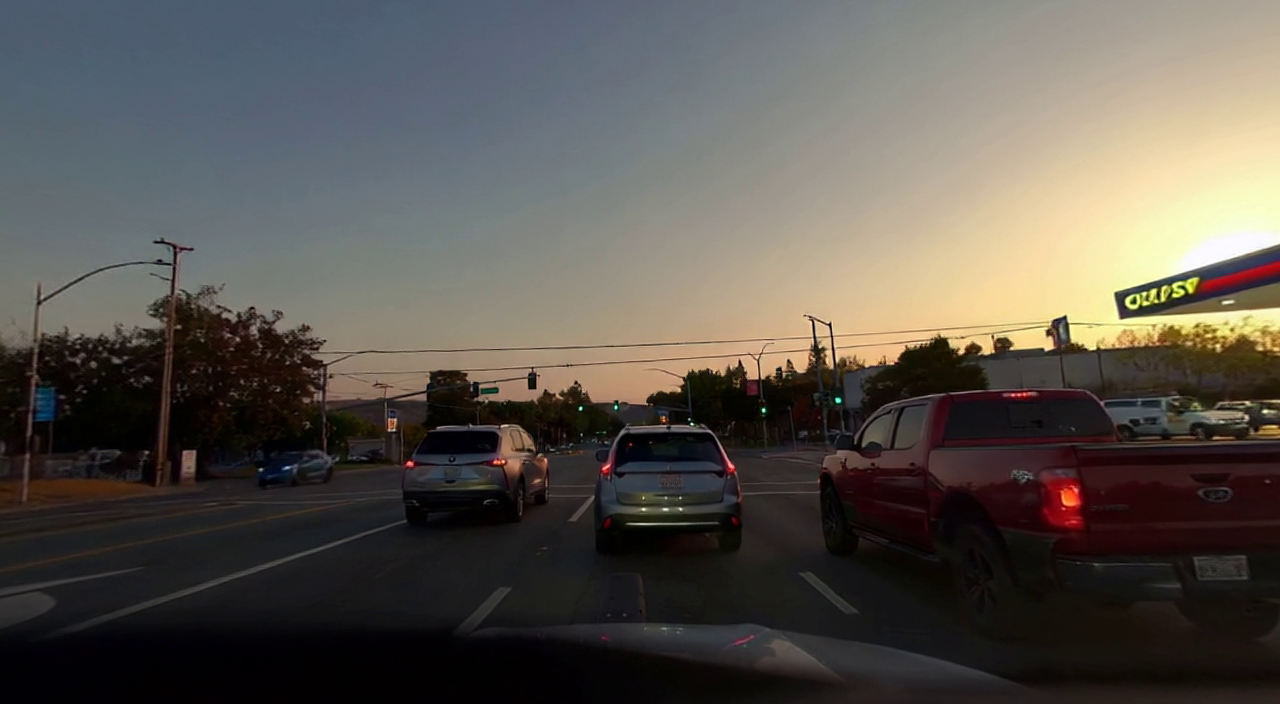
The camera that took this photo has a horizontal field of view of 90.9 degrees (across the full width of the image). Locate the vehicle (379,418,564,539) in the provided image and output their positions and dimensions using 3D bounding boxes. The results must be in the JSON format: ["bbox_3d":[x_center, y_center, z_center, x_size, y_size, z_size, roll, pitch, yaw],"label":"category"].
[{"bbox_3d":[-2.704,2.148,11.328,2.019,1.731,4.299,0,-9,1],"label":"vehicle"}]

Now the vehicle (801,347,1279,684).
[{"bbox_3d":[3.416,1.294,6.238,2.161,1.868,5.321,0,-9,-1],"label":"vehicle"}]

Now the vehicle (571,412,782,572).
[{"bbox_3d":[0.369,1.764,8.670,2.181,1.650,4.083,0,-9,0],"label":"vehicle"}]

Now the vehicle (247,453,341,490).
[{"bbox_3d":[-15.882,5.472,29.217,1.808,1.457,4.381,-2,-9,1],"label":"vehicle"}]
